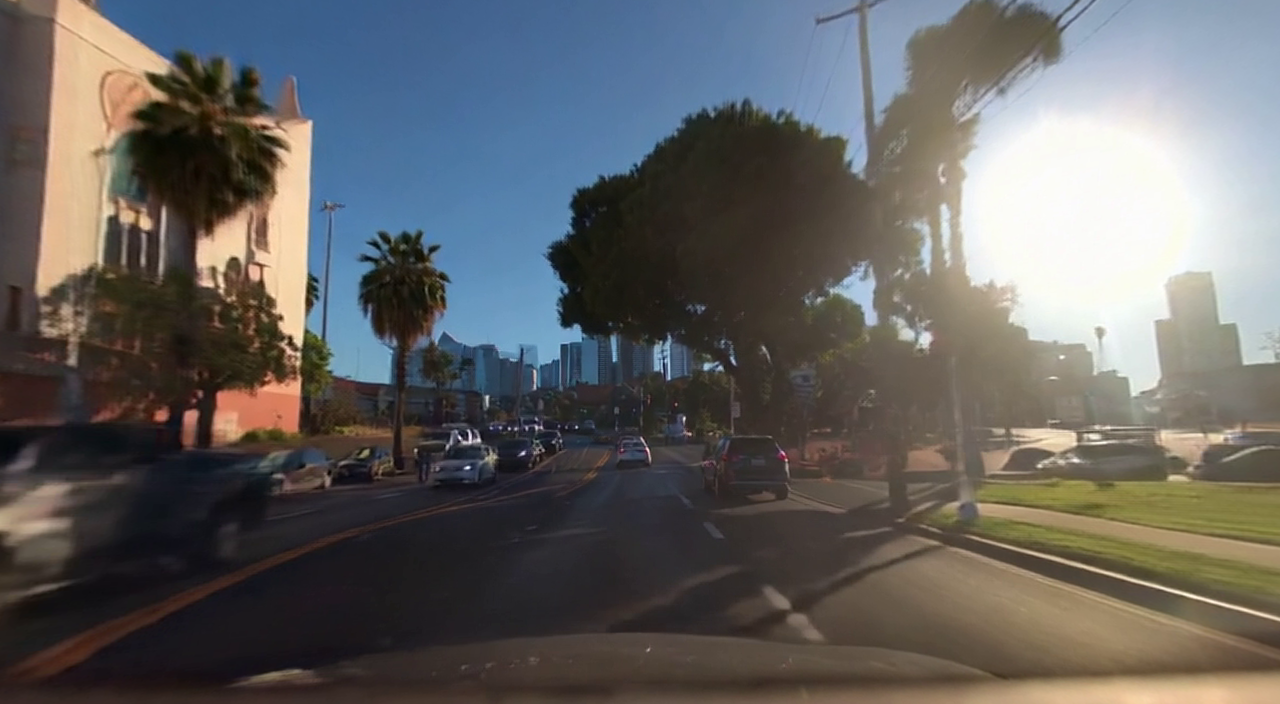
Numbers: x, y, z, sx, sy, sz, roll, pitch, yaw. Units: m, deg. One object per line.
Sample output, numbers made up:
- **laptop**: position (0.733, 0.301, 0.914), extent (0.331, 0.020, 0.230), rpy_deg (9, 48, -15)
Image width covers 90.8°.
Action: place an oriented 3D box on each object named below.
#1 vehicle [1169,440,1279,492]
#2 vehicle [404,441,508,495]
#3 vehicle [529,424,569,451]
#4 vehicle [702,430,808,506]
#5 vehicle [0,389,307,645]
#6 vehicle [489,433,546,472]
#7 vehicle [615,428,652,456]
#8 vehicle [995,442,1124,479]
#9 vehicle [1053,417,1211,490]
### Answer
- **vehicle**: position (20.574, 3.656, 20.548), extent (4.673, 1.592, 2.193), rpy_deg (-1, -8, 2)
- **vehicle**: position (-5.942, 3.770, 21.092), extent (2.168, 1.572, 4.635), rpy_deg (0, -8, -1)
- **vehicle**: position (-6.541, 6.231, 45.834), extent (2.295, 1.837, 4.680), rpy_deg (0, -8, -1)
- **vehicle**: position (3.052, 3.174, 17.784), extent (1.995, 1.858, 4.333), rpy_deg (0, -8, -2)
- **vehicle**: position (-5.839, 1.513, 6.604), extent (2.106, 1.890, 4.783), rpy_deg (0, -8, 0)
- **vehicle**: position (-6.348, 5.245, 33.255), extent (2.138, 1.858, 4.788), rpy_deg (0, -8, -1)
- **vehicle**: position (-0.458, 5.703, 39.820), extent (2.196, 1.655, 3.939), rpy_deg (0, -8, -2)
- **vehicle**: position (20.325, 5.252, 30.776), extent (4.540, 1.386, 2.337), rpy_deg (-4, -8, -1)
- **vehicle**: position (24.094, 5.002, 31.223), extent (5.041, 3.302, 3.064), rpy_deg (1, -9, 1)
